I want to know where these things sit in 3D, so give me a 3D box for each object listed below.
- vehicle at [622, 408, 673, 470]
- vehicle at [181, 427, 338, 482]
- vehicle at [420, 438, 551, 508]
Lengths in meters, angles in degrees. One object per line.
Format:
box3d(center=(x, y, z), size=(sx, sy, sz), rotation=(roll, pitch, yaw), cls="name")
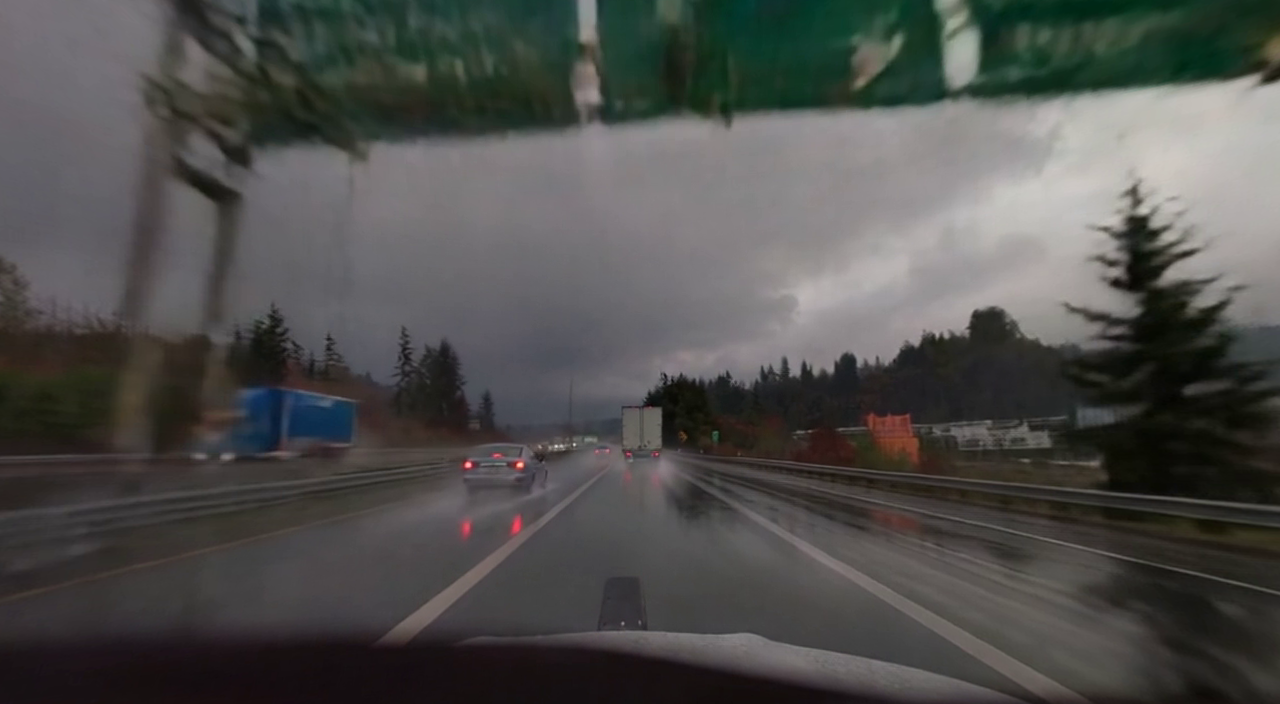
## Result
box3d(center=(0.333, 5.785, 41.475), size=(2.893, 3.628, 9.081), rotation=(0, -9, -2), cls="vehicle")
box3d(center=(-12.549, 3.443, 21.336), size=(2.111, 1.639, 5.059), rotation=(0, -9, 1), cls="vehicle")
box3d(center=(-3.753, 3.047, 16.424), size=(2.114, 1.523, 5.110), rotation=(0, -9, 0), cls="vehicle")
